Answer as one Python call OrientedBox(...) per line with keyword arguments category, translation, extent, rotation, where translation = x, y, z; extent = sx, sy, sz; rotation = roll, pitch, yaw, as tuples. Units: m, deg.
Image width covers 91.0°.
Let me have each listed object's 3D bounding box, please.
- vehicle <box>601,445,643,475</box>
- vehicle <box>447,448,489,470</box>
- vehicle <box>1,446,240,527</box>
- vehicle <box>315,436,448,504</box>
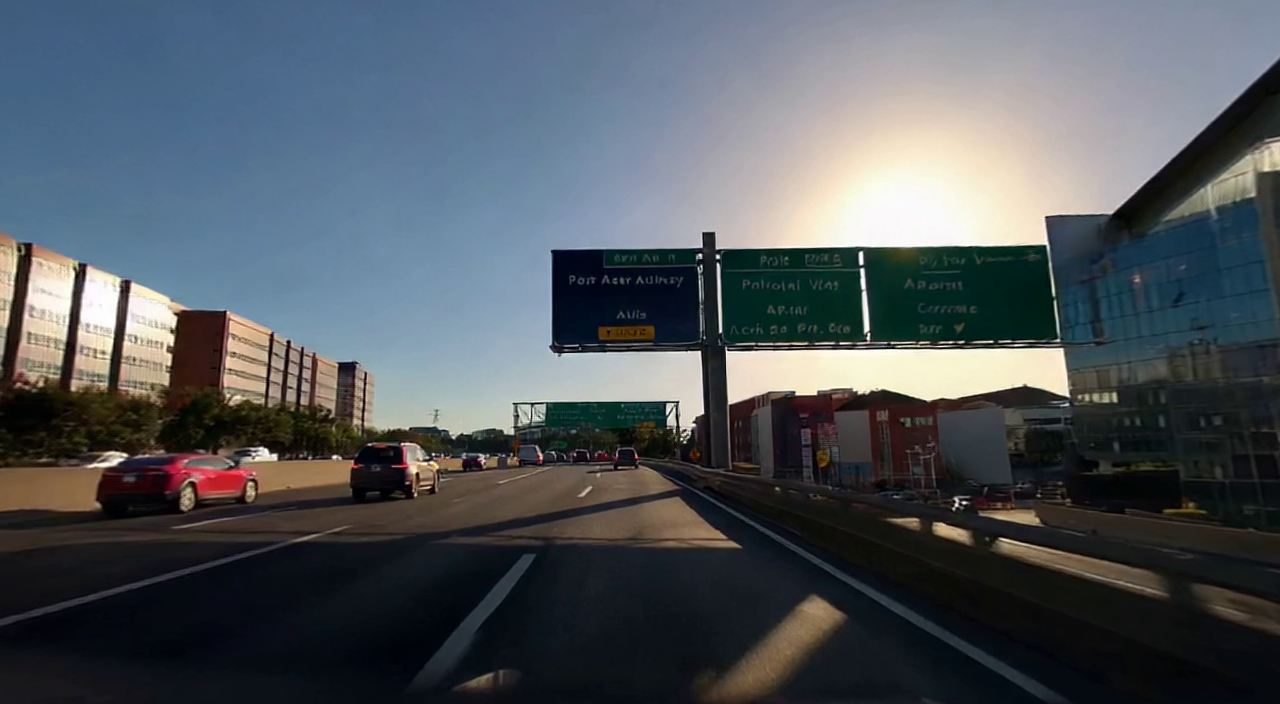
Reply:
OrientedBox(category="vehicle", translation=(-1.014, 5.836, 34.352), extent=(2.110, 1.501, 4.319), rotation=(0, -9, -2))
OrientedBox(category="vehicle", translation=(-11.999, 7.487, 44.185), extent=(1.861, 1.466, 4.233), rotation=(0, -9, -3))
OrientedBox(category="vehicle", translation=(-11.066, 2.832, 13.874), extent=(1.936, 1.501, 3.900), rotation=(0, -9, -1))
OrientedBox(category="vehicle", translation=(-7.299, 3.351, 18.347), extent=(2.065, 1.689, 4.399), rotation=(0, -9, -1))
